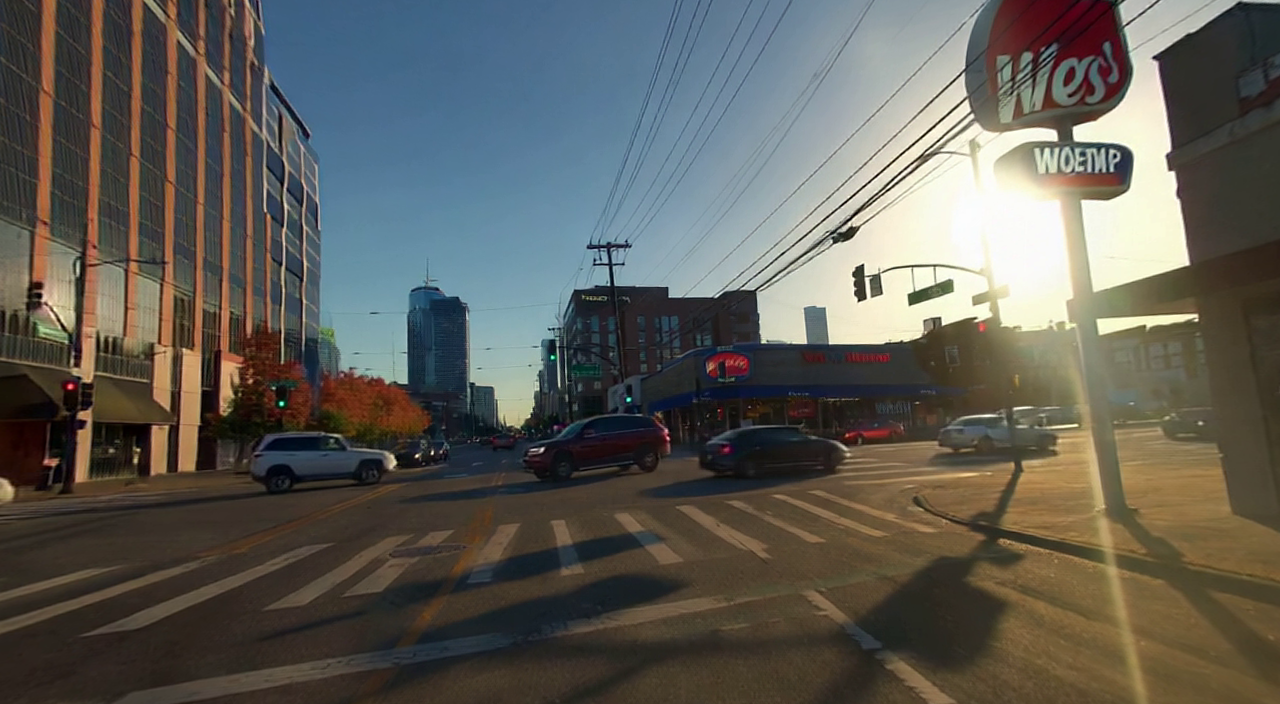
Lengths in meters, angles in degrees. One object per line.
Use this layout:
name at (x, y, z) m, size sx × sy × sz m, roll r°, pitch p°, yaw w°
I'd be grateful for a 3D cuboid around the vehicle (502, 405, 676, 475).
vehicle at (-1.486, 2.909, 20.806) m, size 2.374 × 1.985 × 5.588 m, roll -8°, pitch -11°, yaw 41°

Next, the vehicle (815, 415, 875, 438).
vehicle at (16.031, 5.838, 49.420) m, size 4.589 × 1.730 × 1.801 m, roll 4°, pitch -9°, yaw -31°

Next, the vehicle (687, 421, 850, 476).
vehicle at (3.933, 2.913, 19.264) m, size 4.707 × 1.487 × 1.907 m, roll 4°, pitch -10°, yaw -29°

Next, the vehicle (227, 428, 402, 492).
vehicle at (-10.077, 3.324, 19.824) m, size 2.105 × 1.761 × 4.292 m, roll -8°, pitch -11°, yaw 40°

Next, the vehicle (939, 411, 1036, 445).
vehicle at (16.268, 3.597, 29.532) m, size 4.433 × 1.453 × 1.804 m, roll 5°, pitch -10°, yaw -30°
